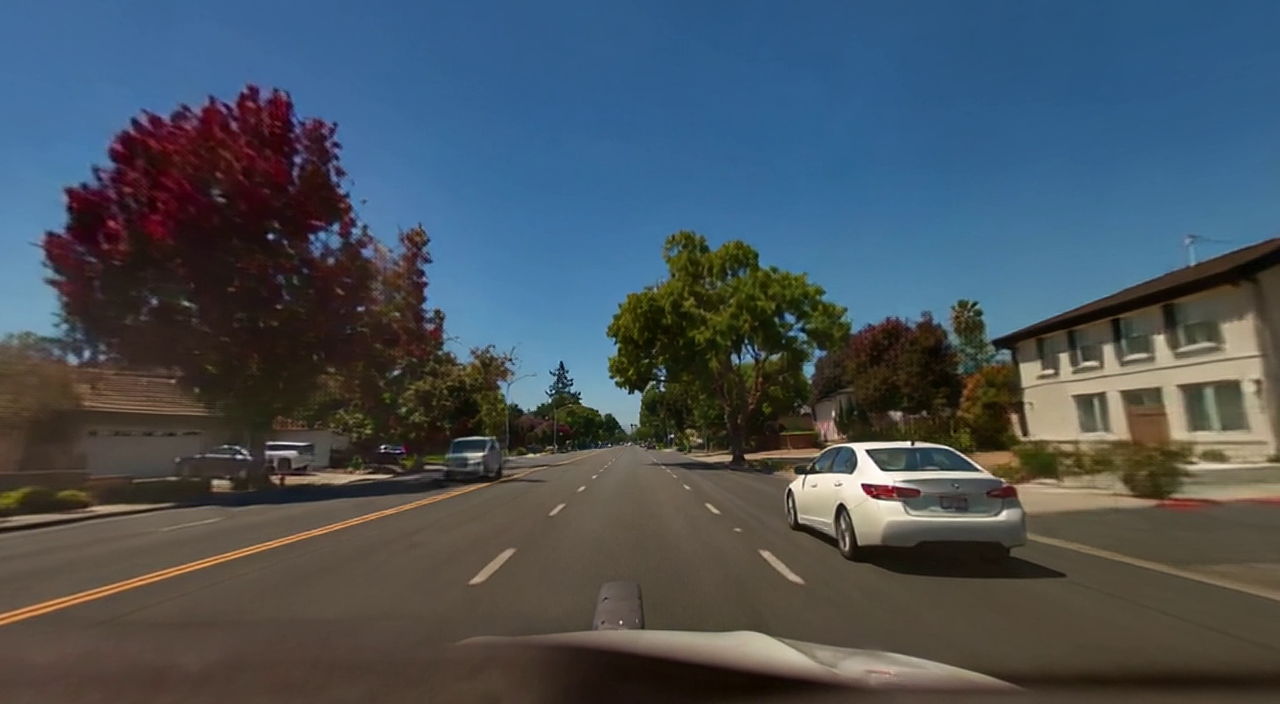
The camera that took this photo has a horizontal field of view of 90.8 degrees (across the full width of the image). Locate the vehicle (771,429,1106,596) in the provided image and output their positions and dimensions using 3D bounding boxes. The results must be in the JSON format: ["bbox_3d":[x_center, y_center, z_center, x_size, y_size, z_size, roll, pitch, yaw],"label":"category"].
[{"bbox_3d":[3.164,1.766,7.904,2.057,1.493,4.225,0,-8,-1],"label":"vehicle"}]

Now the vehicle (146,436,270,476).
[{"bbox_3d":[-20.626,4.963,30.299,4.445,1.822,2.095,-1,-8,3],"label":"vehicle"}]

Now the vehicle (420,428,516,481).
[{"bbox_3d":[-7.136,4.335,27.079,2.334,1.985,6.274,0,-8,0],"label":"vehicle"}]
